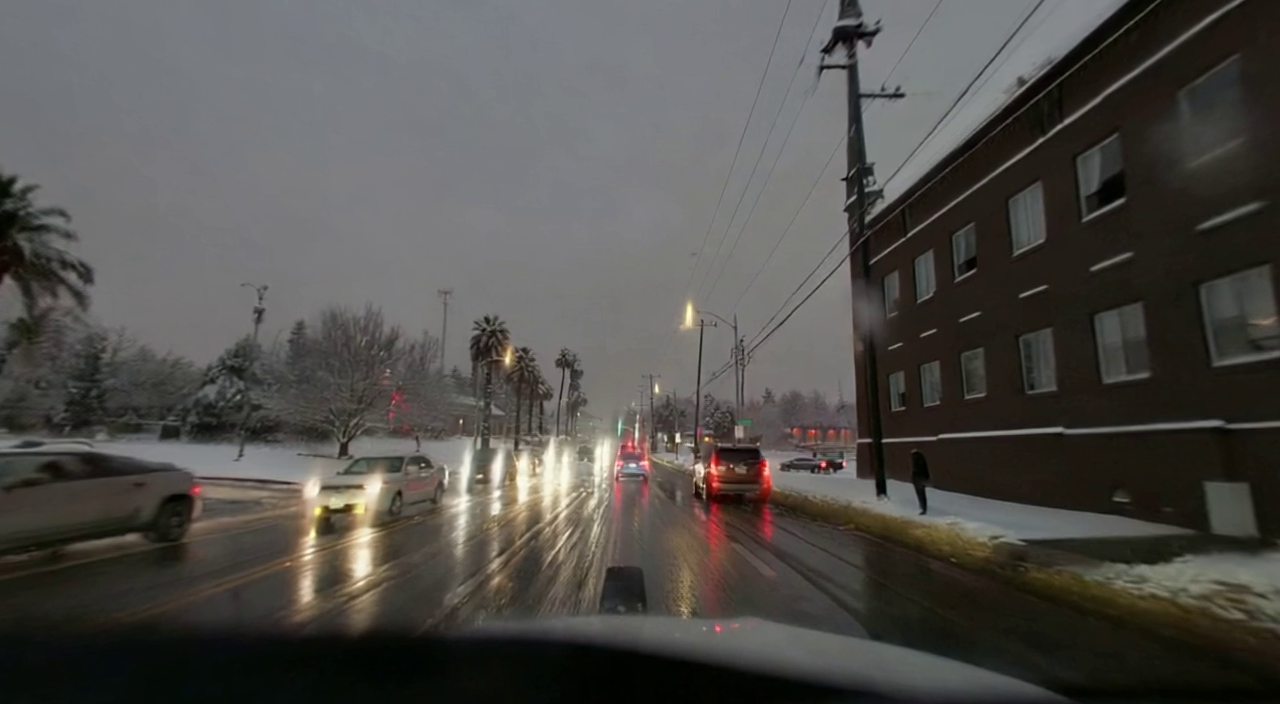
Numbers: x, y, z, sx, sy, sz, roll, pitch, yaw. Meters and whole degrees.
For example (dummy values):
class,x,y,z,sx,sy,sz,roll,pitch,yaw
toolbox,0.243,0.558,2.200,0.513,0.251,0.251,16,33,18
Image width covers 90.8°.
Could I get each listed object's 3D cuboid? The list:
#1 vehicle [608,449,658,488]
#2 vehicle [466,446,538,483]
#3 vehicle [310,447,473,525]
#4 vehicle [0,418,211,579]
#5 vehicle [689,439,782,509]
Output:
class,x,y,z,sx,sy,sz,roll,pitch,yaw
vehicle,-0.336,5.459,29.861,2.196,1.655,3.939,0,-8,-1
vehicle,-5.900,4.843,27.594,2.083,1.451,4.707,0,-8,0
vehicle,-5.763,3.127,15.459,2.106,1.566,4.631,0,-8,0
vehicle,-9.022,2.031,9.258,2.218,1.962,4.611,0,-8,0
vehicle,2.732,3.599,19.211,1.995,1.858,4.333,0,-8,-2
